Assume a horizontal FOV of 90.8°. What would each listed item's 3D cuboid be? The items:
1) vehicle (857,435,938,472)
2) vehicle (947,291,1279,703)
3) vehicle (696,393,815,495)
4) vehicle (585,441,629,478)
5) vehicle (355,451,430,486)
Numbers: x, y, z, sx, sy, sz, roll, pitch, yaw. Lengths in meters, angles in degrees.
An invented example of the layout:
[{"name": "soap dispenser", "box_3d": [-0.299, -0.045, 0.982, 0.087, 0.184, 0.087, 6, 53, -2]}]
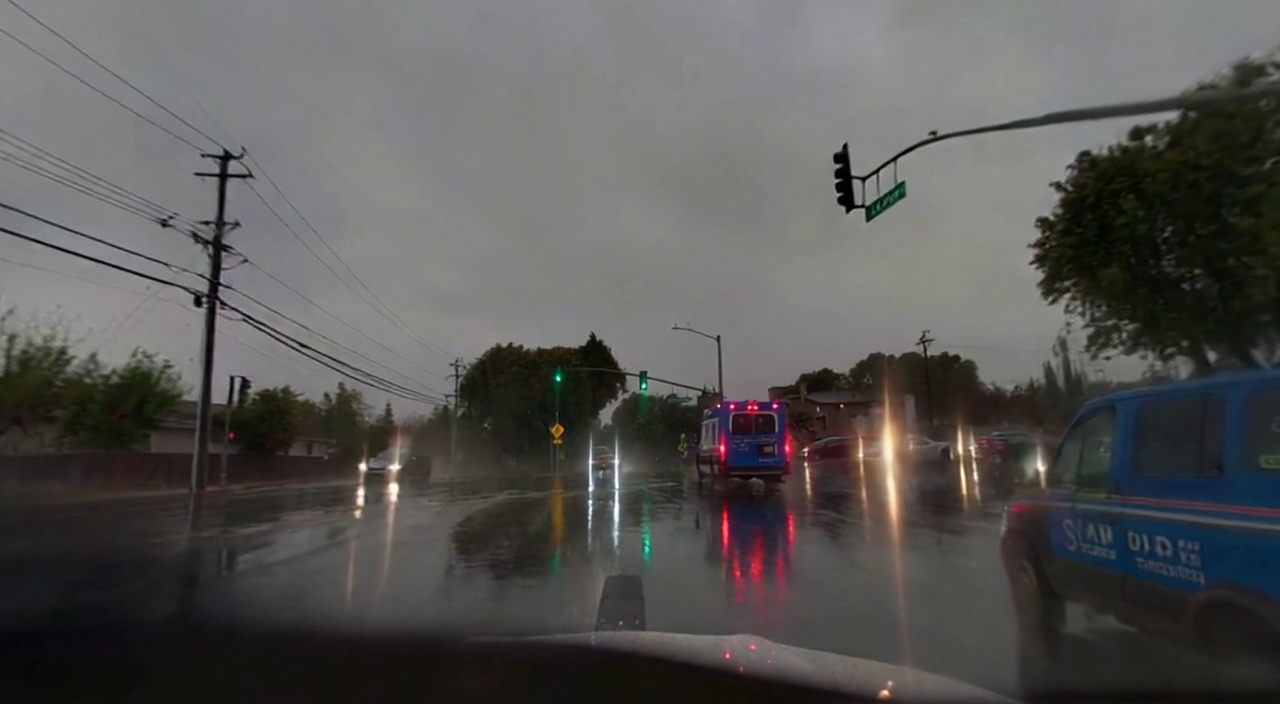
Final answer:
[{"name": "vehicle", "box_3d": [12.076, 4.695, 29.554, 3.936, 1.594, 1.860, 7, -11, -41]}, {"name": "vehicle", "box_3d": [3.669, 0.787, 2.941, 2.194, 1.922, 4.822, -1, -8, 3]}, {"name": "vehicle", "box_3d": [3.298, 2.827, 19.505, 2.406, 2.687, 5.521, 0, -8, -2]}, {"name": "vehicle", "box_3d": [-1.727, 5.381, 31.930, 2.114, 1.707, 3.725, 0, -8, -5]}, {"name": "vehicle", "box_3d": [-11.681, 5.481, 30.160, 2.053, 1.474, 4.489, 0, -8, -4]}]
